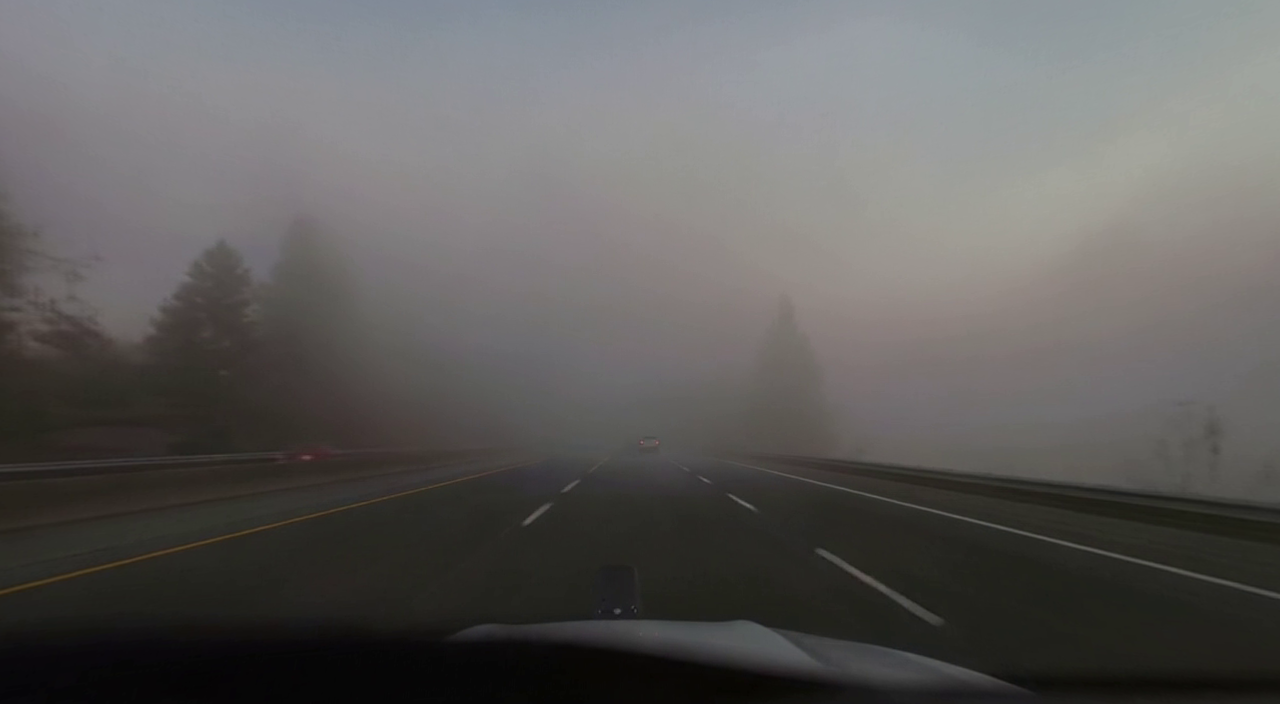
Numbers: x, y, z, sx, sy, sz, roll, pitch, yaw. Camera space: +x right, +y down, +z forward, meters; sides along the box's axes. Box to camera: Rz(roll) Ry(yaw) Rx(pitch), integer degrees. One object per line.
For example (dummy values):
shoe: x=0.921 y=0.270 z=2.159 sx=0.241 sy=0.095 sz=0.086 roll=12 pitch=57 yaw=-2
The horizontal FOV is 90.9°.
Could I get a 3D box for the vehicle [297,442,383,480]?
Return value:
vehicle: x=-12.104 y=4.389 z=25.699 sx=1.719 sy=1.370 sz=3.942 roll=0 pitch=-8 yaw=-3
